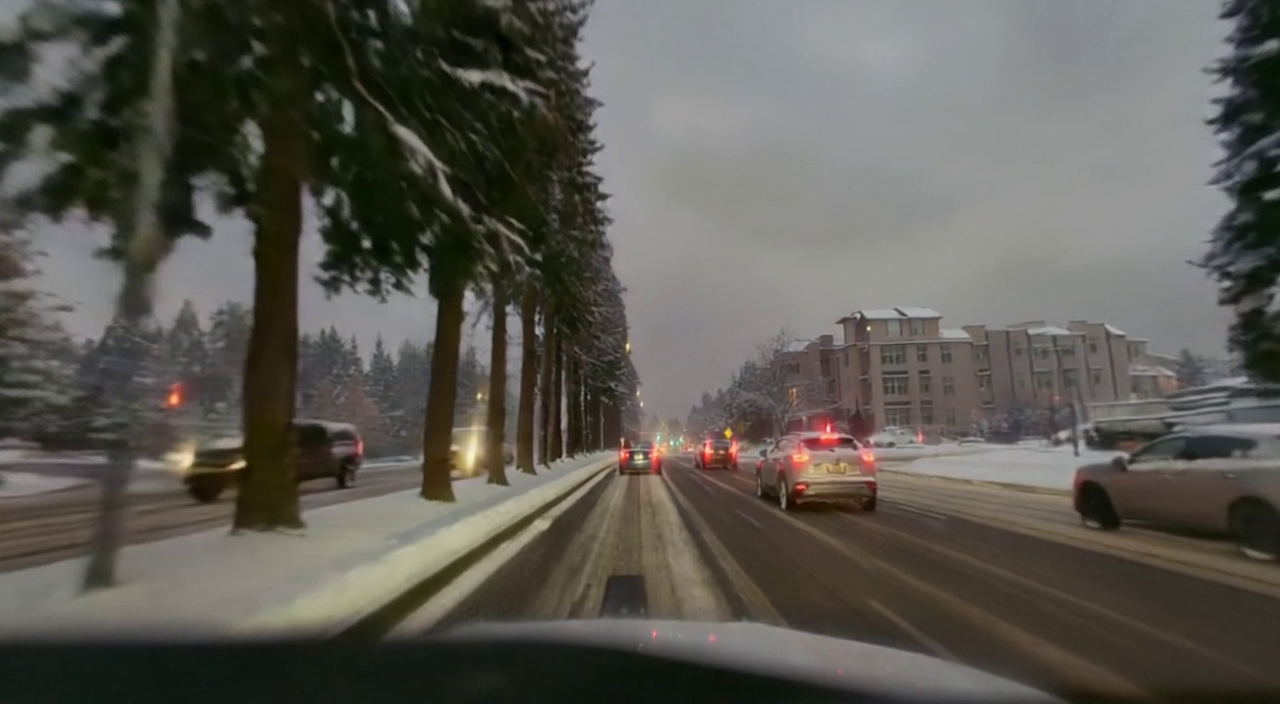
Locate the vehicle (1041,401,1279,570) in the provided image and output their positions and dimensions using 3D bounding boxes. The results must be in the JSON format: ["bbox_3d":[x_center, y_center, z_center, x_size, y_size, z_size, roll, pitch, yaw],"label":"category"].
[{"bbox_3d":[7.587,1.626,8.029,2.008,1.714,4.407,0,-9,1],"label":"vehicle"}]

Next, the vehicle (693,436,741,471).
[{"bbox_3d":[4.042,5.419,33.611,1.982,1.709,4.427,0,-9,0],"label":"vehicle"}]

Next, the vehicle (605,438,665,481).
[{"bbox_3d":[-0.138,4.099,24.125,2.111,1.506,4.018,0,-9,1],"label":"vehicle"}]

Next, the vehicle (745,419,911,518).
[{"bbox_3d":[3.661,2.388,13.216,2.130,1.718,4.310,0,-9,0],"label":"vehicle"}]

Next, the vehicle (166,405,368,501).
[{"bbox_3d":[-11.174,3.132,19.587,2.585,2.507,5.743,0,-9,2],"label":"vehicle"}]

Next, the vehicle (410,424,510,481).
[{"bbox_3d":[-7.608,4.360,27.313,2.469,2.200,5.517,0,-9,3],"label":"vehicle"}]
